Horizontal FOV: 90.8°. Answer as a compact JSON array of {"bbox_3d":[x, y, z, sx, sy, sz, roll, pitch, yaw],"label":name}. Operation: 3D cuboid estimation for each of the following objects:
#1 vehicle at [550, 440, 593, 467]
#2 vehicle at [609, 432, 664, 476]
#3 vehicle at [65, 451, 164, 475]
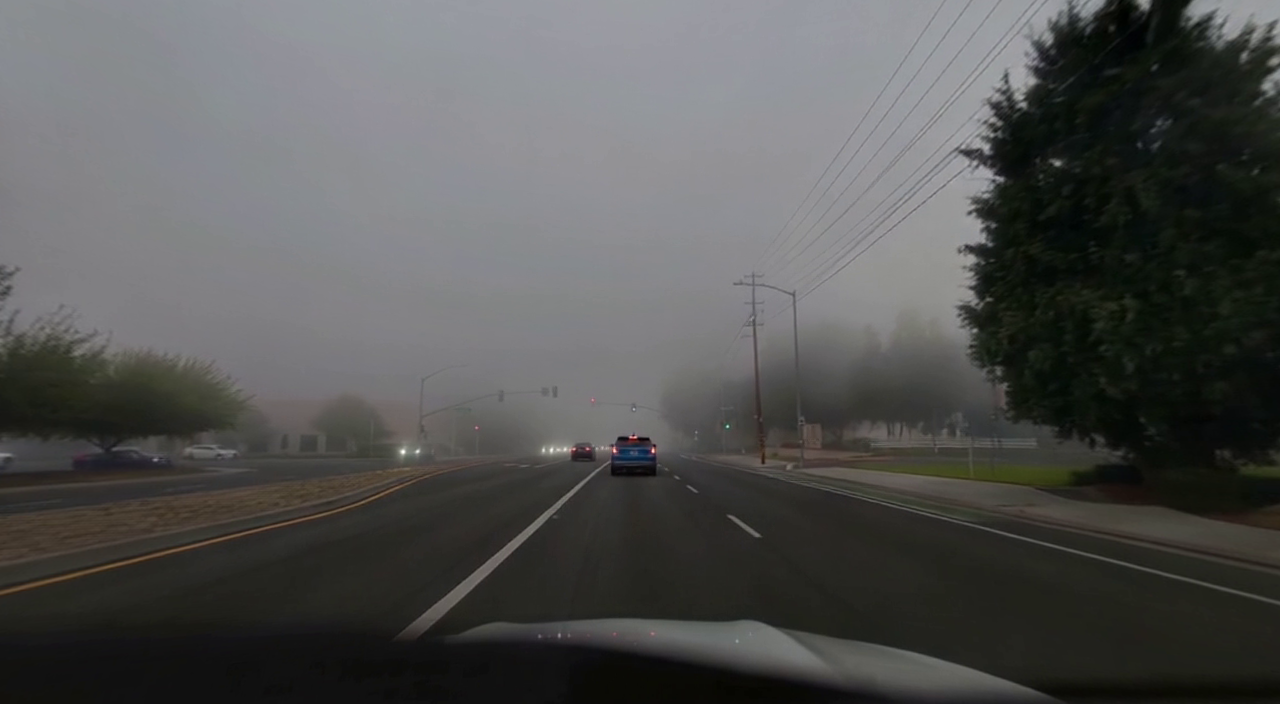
[{"bbox_3d":[-3.996,6.000,37.512,2.075,1.474,4.367,0,-9,0],"label":"vehicle"},{"bbox_3d":[-0.180,4.410,27.509,2.188,1.782,3.982,0,-9,-1],"label":"vehicle"},{"bbox_3d":[-34.244,7.229,41.259,4.608,1.435,2.076,0,-9,0],"label":"vehicle"}]
